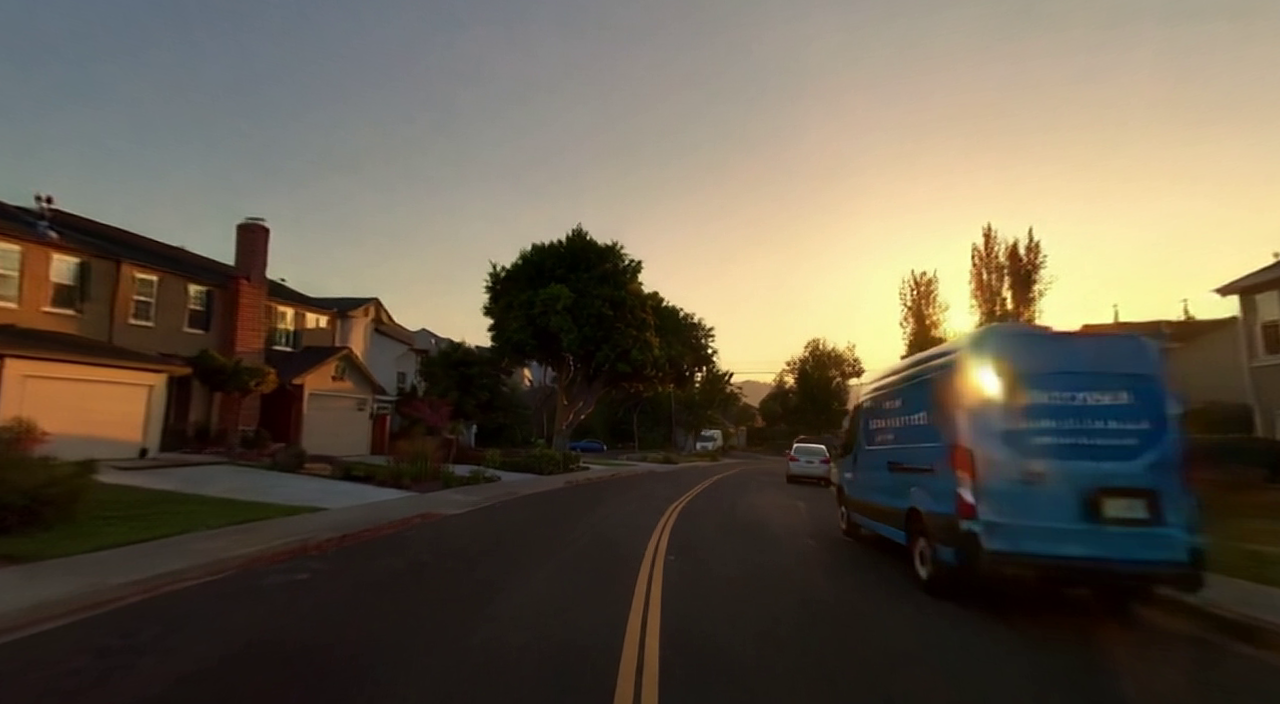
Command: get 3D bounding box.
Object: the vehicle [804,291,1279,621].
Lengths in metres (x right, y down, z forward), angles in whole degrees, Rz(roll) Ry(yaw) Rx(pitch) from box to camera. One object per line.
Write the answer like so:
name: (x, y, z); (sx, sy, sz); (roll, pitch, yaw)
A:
vehicle: (4.170, 1.288, 8.407); (2.684, 2.712, 6.197); (-1, -9, 4)

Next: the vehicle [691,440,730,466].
vehicle: (4.869, 7.109, 44.659); (2.278, 1.704, 5.321); (0, -9, 2)
